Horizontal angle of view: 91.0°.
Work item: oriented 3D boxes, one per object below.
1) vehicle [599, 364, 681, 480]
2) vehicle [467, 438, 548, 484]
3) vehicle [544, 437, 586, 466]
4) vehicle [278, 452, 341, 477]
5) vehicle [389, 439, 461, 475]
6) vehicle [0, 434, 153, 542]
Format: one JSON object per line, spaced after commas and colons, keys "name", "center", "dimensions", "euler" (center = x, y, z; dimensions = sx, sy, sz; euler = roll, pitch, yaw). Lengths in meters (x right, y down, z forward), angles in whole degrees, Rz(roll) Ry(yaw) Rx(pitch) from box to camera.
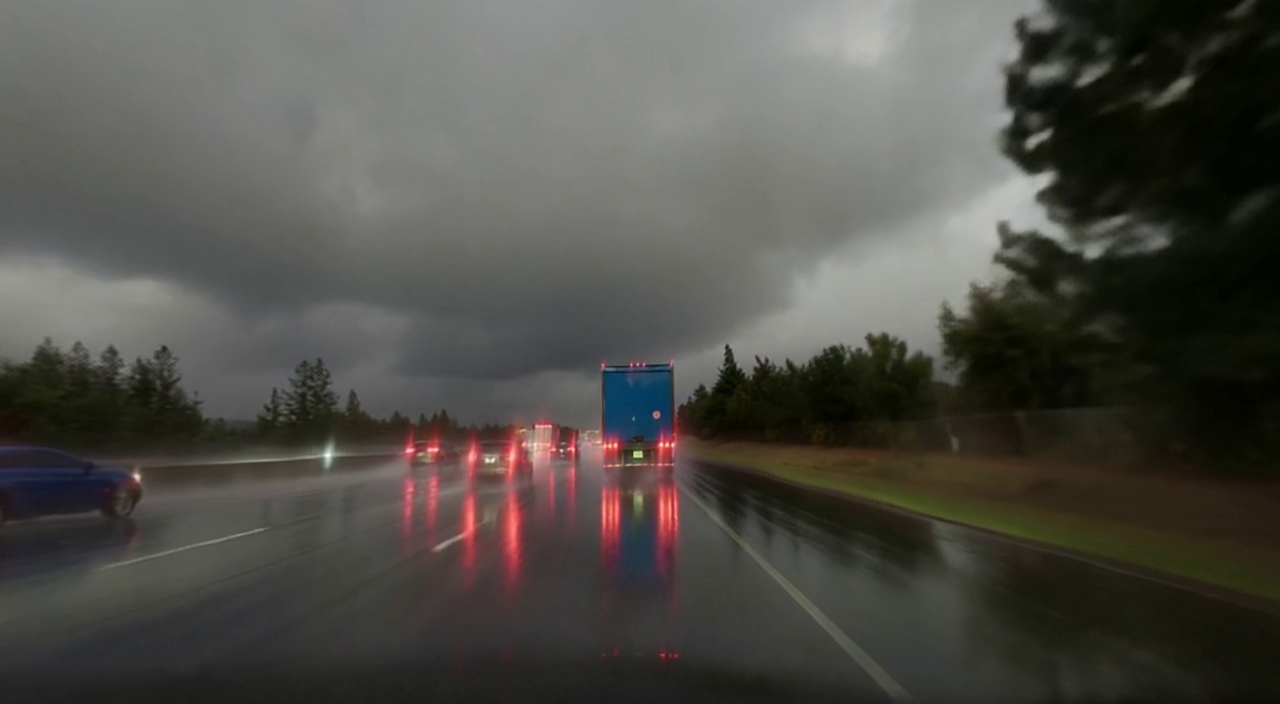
{"name": "vehicle", "center": [-0.223, 3.254, 27.847], "dimensions": [2.913, 4.113, 10.724], "euler": [0, -8, -2]}
{"name": "vehicle", "center": [-4.864, 4.046, 23.714], "dimensions": [2.164, 1.582, 3.979], "euler": [0, -8, 0]}
{"name": "vehicle", "center": [-4.597, 6.150, 39.171], "dimensions": [2.158, 1.680, 4.087], "euler": [0, -8, 0]}
{"name": "vehicle", "center": [-21.332, 7.242, 40.834], "dimensions": [1.745, 1.444, 4.404], "euler": [-1, -8, 0]}
{"name": "vehicle", "center": [-10.262, 4.999, 30.370], "dimensions": [1.952, 1.590, 4.090], "euler": [0, -8, 1]}
{"name": "vehicle", "center": [-10.048, 2.007, 9.431], "dimensions": [1.899, 1.517, 4.554], "euler": [0, -8, -1]}
